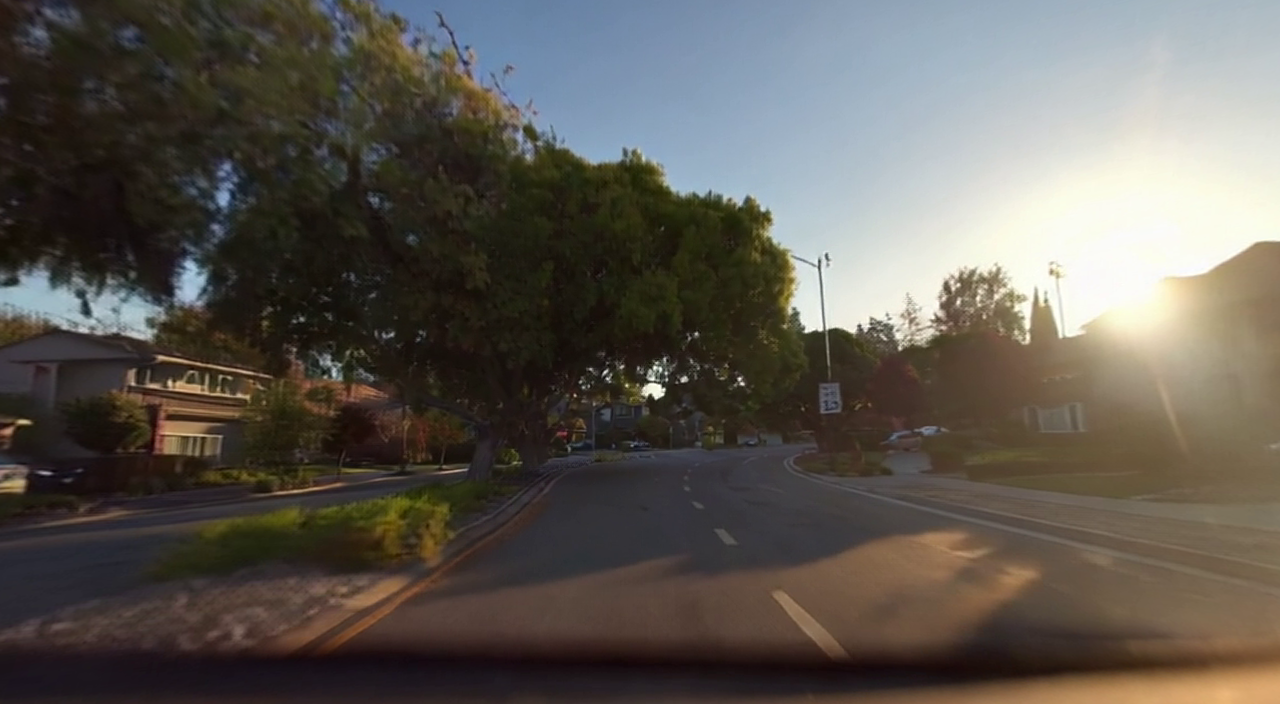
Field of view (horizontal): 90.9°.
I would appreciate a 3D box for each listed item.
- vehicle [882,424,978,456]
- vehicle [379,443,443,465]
[{"bbox_3d":[16.818,5.136,36.778,4.766,1.789,1.939,-3,-9,16],"label":"vehicle"},{"bbox_3d":[-17.506,7.787,48.191,4.110,1.605,1.968,-2,-9,15],"label":"vehicle"}]
